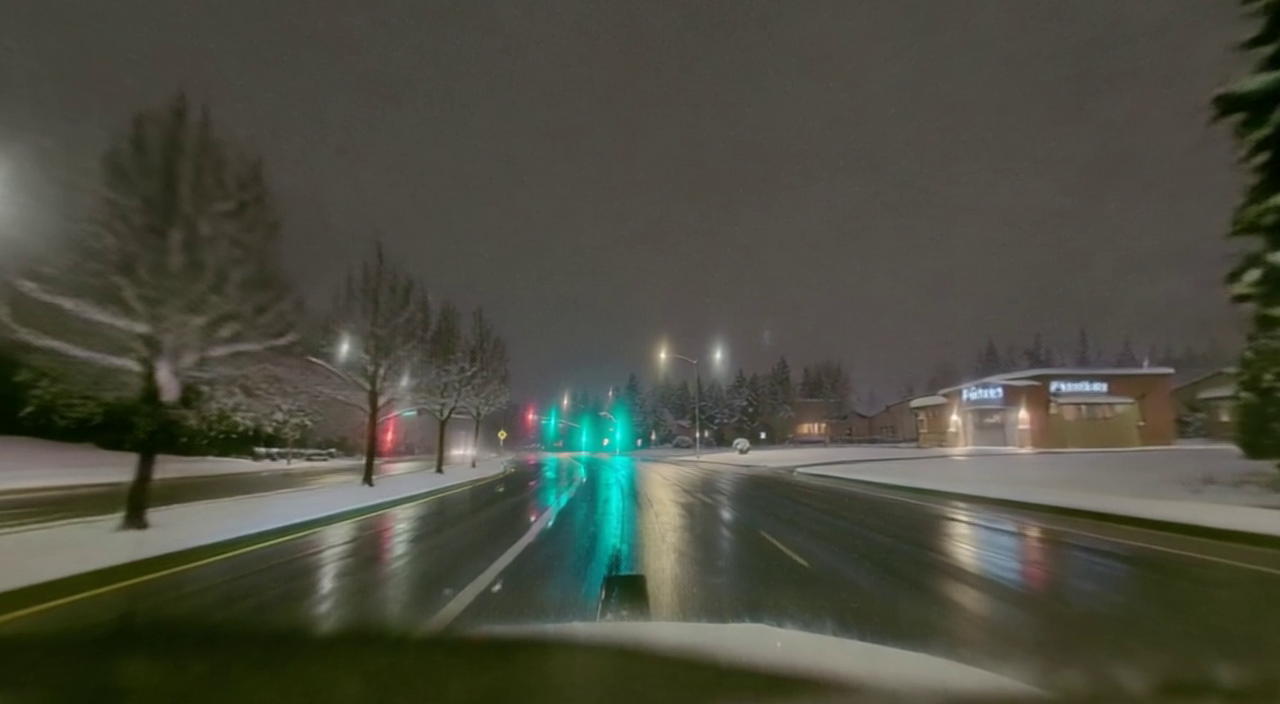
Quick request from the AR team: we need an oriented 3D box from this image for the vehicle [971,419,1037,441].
[{"bbox_3d":[26.560,5.722,46.152,1.808,1.485,4.467,1,-8,-6],"label":"vehicle"}]
